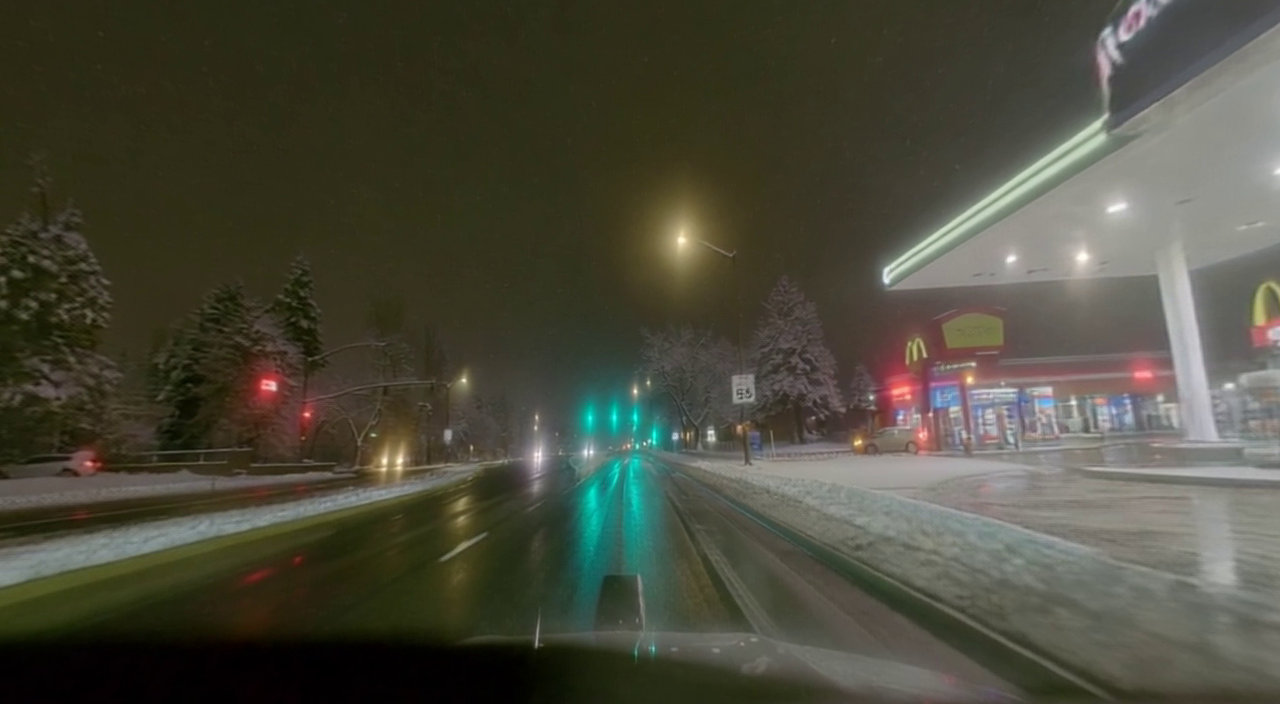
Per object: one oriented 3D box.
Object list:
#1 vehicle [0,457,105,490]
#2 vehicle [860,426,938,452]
[{"bbox_3d":[-29.151,5.883,30.693,4.420,1.445,1.954,6,-11,-37],"label":"vehicle"},{"bbox_3d":[18.490,6.246,45.090,4.640,1.800,2.026,0,-9,-2],"label":"vehicle"}]
